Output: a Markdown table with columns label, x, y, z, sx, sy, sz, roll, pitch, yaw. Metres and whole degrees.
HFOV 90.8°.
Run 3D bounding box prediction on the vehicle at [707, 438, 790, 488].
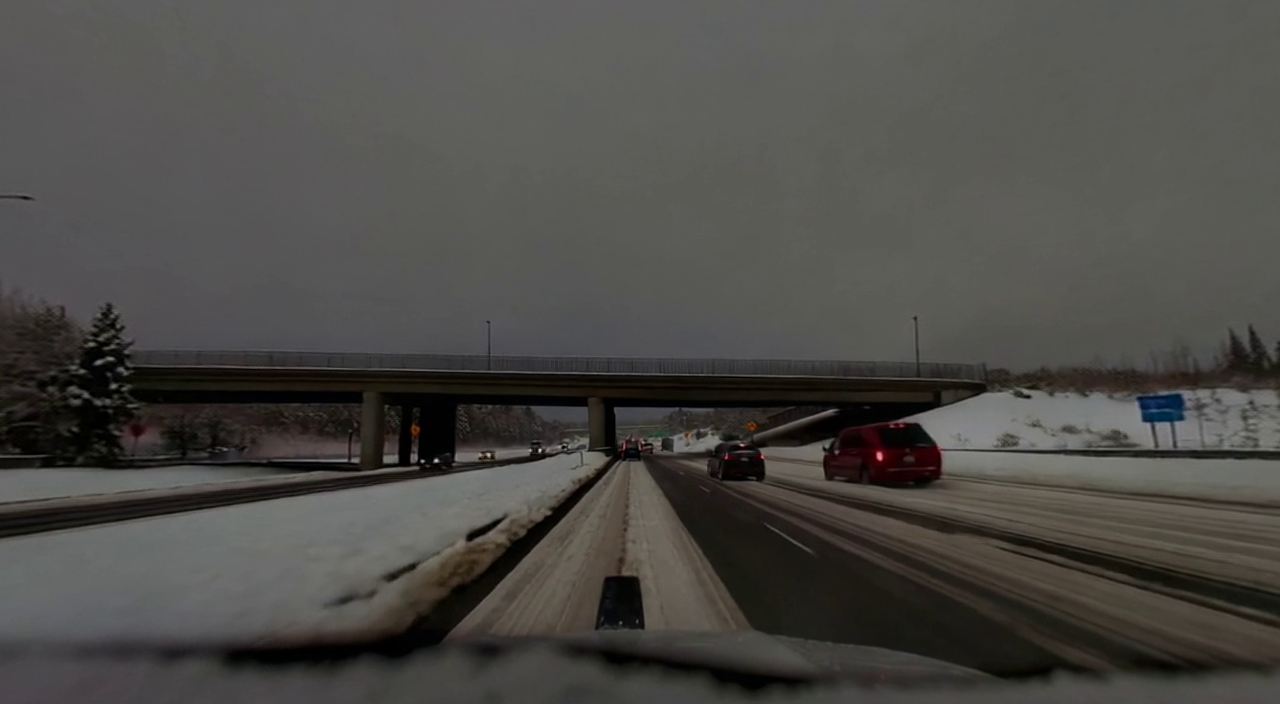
| label | x | y | z | sx | sy | sz | roll | pitch | yaw |
| --- | --- | --- | --- | --- | --- | --- | --- | --- | --- |
| vehicle | 3.812 | 3.984 | 23.064 | 2.005 | 1.585 | 4.863 | 0 | -9 | -2 |

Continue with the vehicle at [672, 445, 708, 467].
| label | x | y | z | sx | sy | sz | roll | pitch | yaw |
| --- | --- | --- | --- | --- | --- | --- | --- | --- | --- |
| vehicle | 3.403 | 7.240 | 44.084 | 1.967 | 1.423 | 4.503 | 0 | -9 | -2 |

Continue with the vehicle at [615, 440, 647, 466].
| label | x | y | z | sx | sy | sz | roll | pitch | yaw |
| --- | --- | --- | --- | --- | --- | --- | --- | --- | --- |
| vehicle | -0.689 | 7.418 | 46.483 | 2.256 | 1.743 | 4.189 | 0 | -9 | -1 |

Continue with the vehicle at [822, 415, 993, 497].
| label | x | y | z | sx | sy | sz | roll | pitch | yaw |
| --- | --- | --- | --- | --- | --- | --- | --- | --- | --- |
| vehicle | 7.655 | 3.084 | 19.067 | 2.448 | 2.042 | 5.959 | 0 | -9 | -1 |
